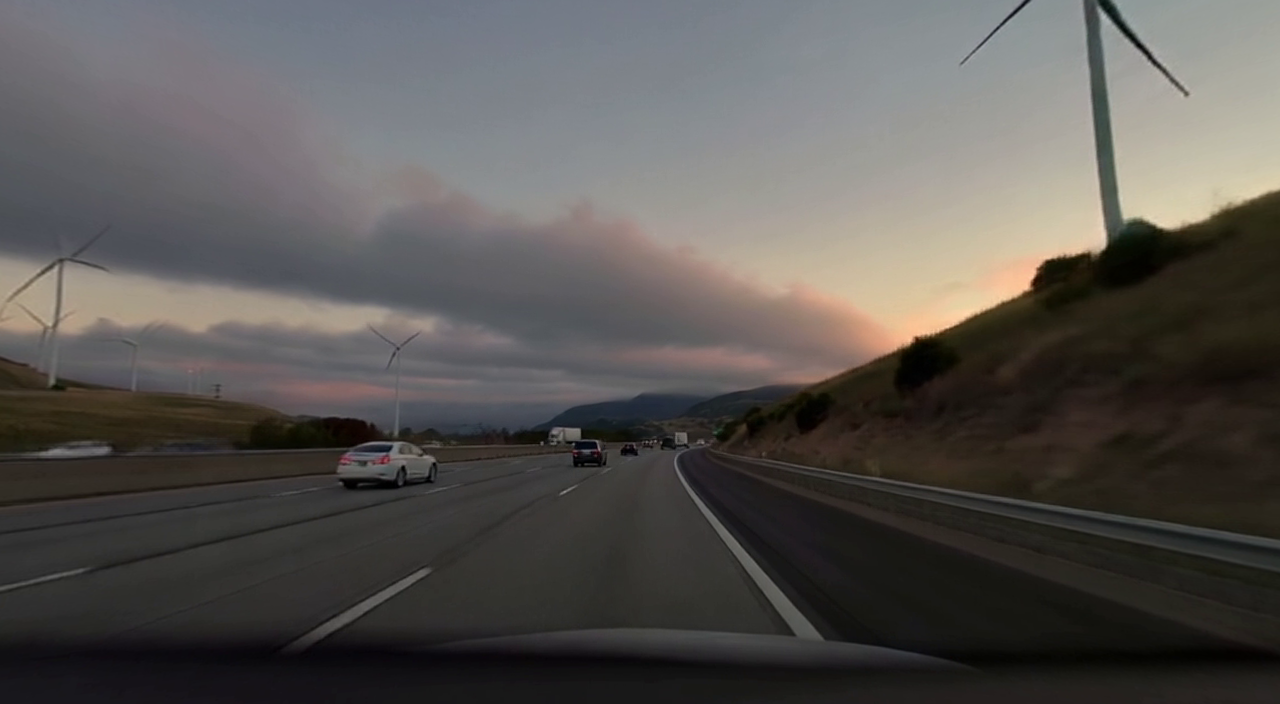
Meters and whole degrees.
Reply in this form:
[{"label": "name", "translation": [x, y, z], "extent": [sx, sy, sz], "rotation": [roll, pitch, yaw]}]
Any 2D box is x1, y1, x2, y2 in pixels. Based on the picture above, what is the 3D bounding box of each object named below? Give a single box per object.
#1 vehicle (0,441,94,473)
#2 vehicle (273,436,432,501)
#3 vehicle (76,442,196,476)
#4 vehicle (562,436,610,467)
[{"label": "vehicle", "translation": [-31.829, 5.481, 33.131], "extent": [1.843, 1.578, 4.664], "rotation": [0, -9, 3]}, {"label": "vehicle", "translation": [-7.680, 3.159, 17.495], "extent": [2.015, 1.537, 4.728], "rotation": [0, -9, 3]}, {"label": "vehicle", "translation": [-24.441, 5.198, 30.791], "extent": [1.871, 1.501, 4.593], "rotation": [-1, -9, 3]}, {"label": "vehicle", "translation": [-3.051, 5.742, 36.490], "extent": [2.118, 1.702, 4.355], "rotation": [-1, -9, 4]}]
